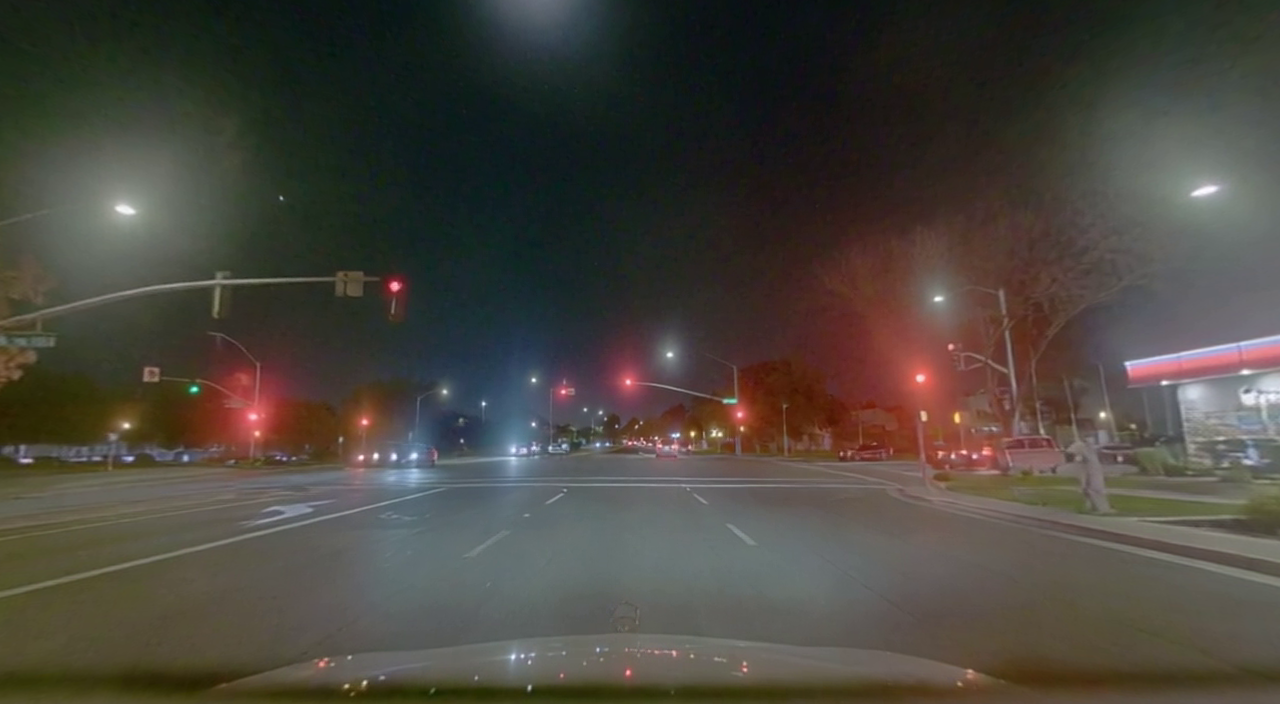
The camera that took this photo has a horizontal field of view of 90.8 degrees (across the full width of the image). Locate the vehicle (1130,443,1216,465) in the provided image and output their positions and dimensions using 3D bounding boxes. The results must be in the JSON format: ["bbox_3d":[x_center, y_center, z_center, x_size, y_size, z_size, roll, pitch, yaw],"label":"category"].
[{"bbox_3d":[39.875,7.612,47.339,4.600,1.609,2.008,0,-9,0],"label":"vehicle"}]

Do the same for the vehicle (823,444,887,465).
[{"bbox_3d":[16.439,7.838,48.393,4.301,1.533,1.848,-1,-9,8],"label":"vehicle"}]

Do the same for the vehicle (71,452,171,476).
[{"bbox_3d":[-33.354,7.223,40.695,4.758,1.462,1.932,0,-9,2],"label":"vehicle"}]

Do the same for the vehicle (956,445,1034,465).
[{"bbox_3d":[26.534,7.696,47.371,4.634,1.468,1.981,0,-9,0],"label":"vehicle"}]
